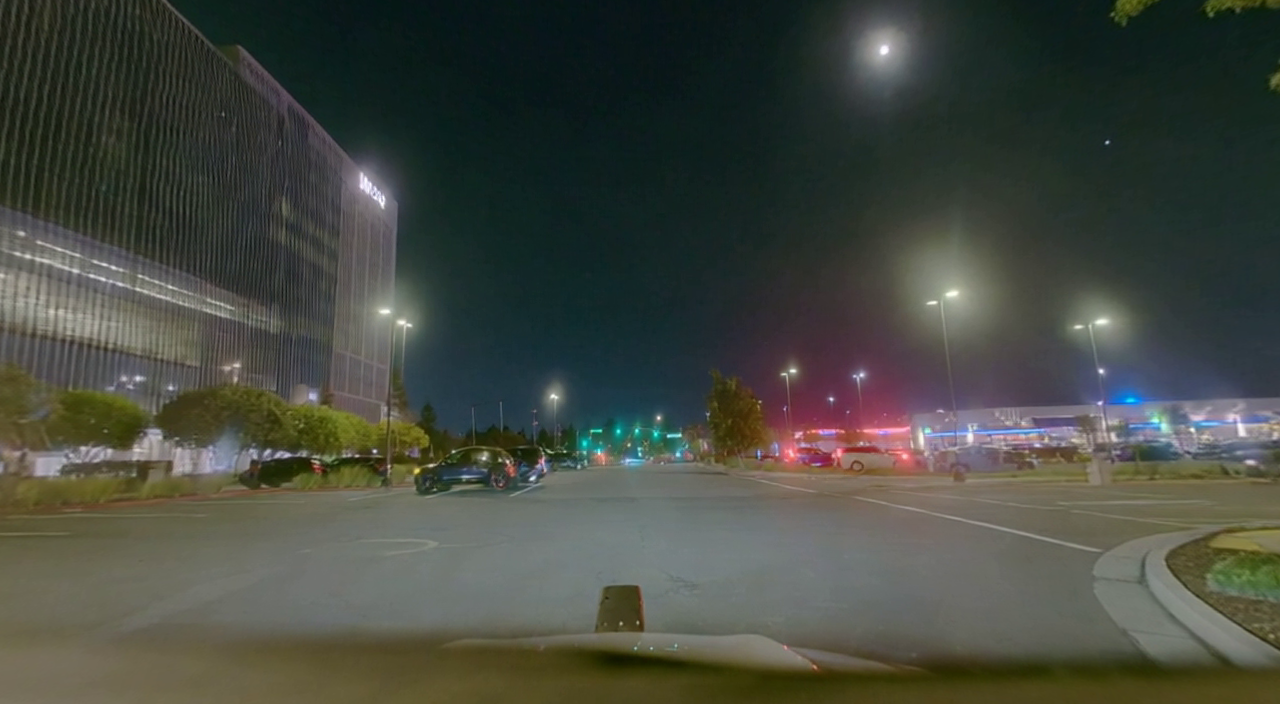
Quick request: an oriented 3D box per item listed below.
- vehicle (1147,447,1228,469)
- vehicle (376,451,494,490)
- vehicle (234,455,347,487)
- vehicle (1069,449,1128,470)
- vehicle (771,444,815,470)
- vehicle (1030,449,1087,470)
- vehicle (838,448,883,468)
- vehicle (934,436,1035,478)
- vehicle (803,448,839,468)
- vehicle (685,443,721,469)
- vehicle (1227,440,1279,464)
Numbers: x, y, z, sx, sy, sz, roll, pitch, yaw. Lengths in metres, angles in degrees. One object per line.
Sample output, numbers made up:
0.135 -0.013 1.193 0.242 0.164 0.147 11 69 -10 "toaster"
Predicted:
37.004 7.140 42.843 1.678 1.423 4.191 0 -8 -1 "vehicle"
-8.708 4.972 26.900 4.442 1.504 1.809 5 -10 -28 "vehicle"
-16.725 5.695 30.360 4.331 1.437 1.876 0 -8 2 "vehicle"
31.302 7.313 43.259 1.519 1.371 3.278 0 -8 0 "vehicle"
10.520 7.215 43.694 1.936 1.673 4.305 0 -8 0 "vehicle"
28.324 7.271 42.857 1.495 1.371 3.336 0 -9 -2 "vehicle"
17.049 8.216 49.060 1.971 1.478 4.477 0 -8 1 "vehicle"
16.473 5.033 30.551 2.048 1.852 4.998 0 -8 0 "vehicle"
14.178 8.299 49.638 1.935 1.477 3.719 0 -8 3 "vehicle"
4.612 7.736 47.240 2.262 1.794 5.331 0 -8 1 "vehicle"
43.045 6.827 43.080 1.758 1.572 4.421 0 -8 1 "vehicle"
